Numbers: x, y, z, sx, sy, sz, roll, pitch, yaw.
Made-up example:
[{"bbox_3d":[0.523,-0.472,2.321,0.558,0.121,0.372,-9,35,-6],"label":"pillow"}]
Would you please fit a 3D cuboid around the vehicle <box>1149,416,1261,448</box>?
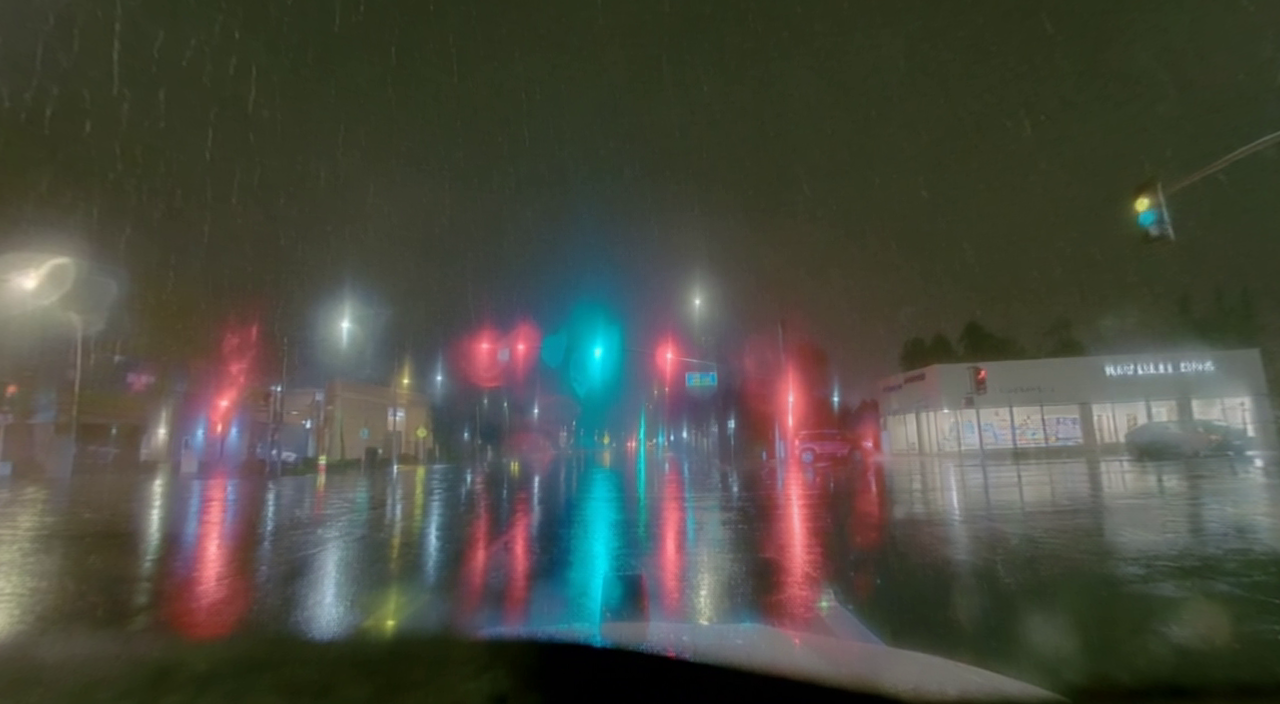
[{"bbox_3d":[28.271,4.075,31.724,1.799,1.459,4.266,0,-8,3],"label":"vehicle"}]
